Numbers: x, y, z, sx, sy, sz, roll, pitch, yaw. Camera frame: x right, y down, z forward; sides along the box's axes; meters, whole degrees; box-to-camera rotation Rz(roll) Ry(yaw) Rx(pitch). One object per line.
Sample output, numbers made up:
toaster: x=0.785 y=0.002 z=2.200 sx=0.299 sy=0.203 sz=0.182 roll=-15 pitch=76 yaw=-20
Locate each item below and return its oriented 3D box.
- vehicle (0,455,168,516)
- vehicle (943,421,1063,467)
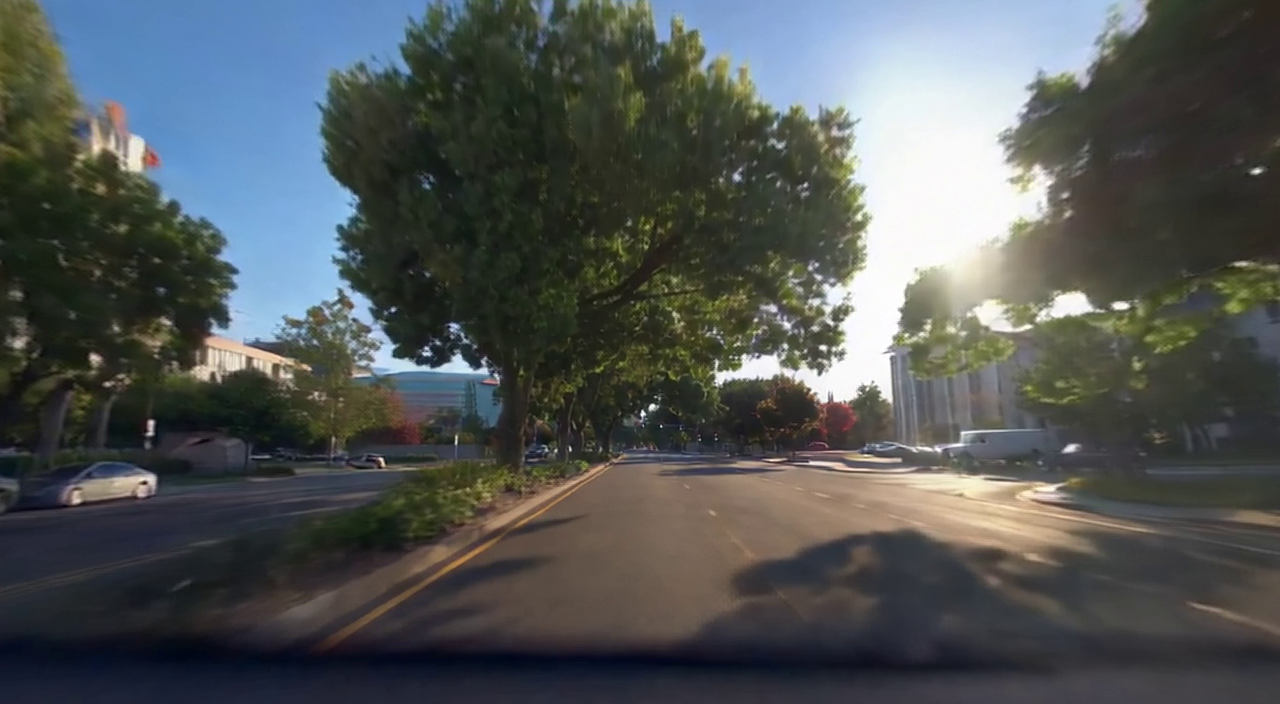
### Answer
vehicle: x=-18.193 y=4.344 z=20.910 sx=1.808 sy=1.488 sz=4.202 roll=-2 pitch=-6 yaw=1
vehicle: x=21.810 y=5.565 z=38.153 sx=5.506 sy=2.643 sz=2.681 roll=0 pitch=-8 yaw=3
